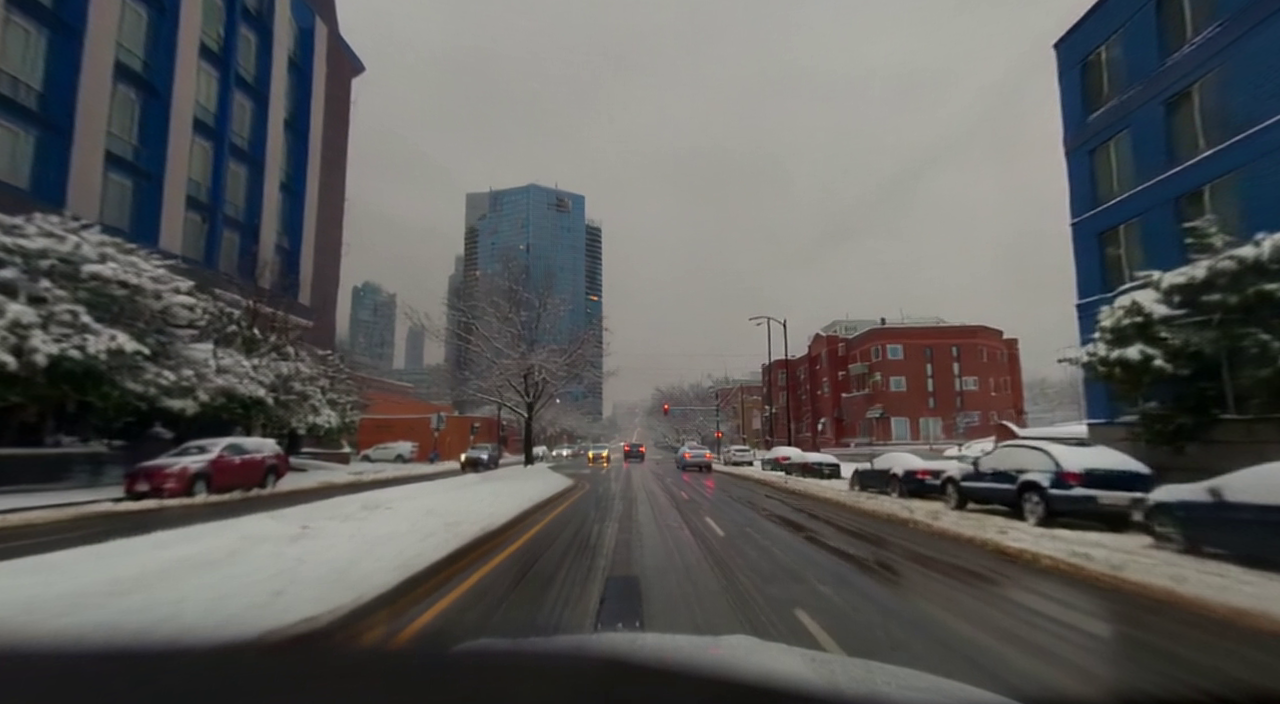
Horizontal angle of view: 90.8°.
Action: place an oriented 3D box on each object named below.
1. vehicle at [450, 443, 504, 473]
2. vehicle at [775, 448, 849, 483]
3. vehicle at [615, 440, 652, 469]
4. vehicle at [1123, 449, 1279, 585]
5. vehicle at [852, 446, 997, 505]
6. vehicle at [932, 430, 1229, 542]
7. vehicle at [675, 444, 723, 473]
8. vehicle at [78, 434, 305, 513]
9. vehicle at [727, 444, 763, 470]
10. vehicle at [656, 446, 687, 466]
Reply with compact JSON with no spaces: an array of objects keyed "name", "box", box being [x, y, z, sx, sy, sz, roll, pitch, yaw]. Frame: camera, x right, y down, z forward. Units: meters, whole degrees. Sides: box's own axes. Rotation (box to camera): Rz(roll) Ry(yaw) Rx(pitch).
[{"name":"vehicle","box":[-10.075,6.579,39.472,2.212,1.784,4.626,0,-8,-1]},{"name":"vehicle","box":[8.036,5.334,30.071,2.054,1.455,4.786,0,-8,-2]},{"name":"vehicle","box":[-0.413,6.858,42.524,2.329,1.842,4.537,0,-8,0]},{"name":"vehicle","box":[8.149,1.804,6.766,2.075,1.467,4.800,0,-8,-1]},{"name":"vehicle","box":[8.167,3.549,18.719,2.072,1.479,4.603,0,-8,-1]},{"name":"vehicle","box":[8.155,2.519,12.530,2.310,1.753,4.814,0,-9,-1]},{"name":"vehicle","box":[3.256,6.035,36.115,2.238,1.499,4.964,0,-8,0]},{"name":"vehicle","box":[-14.454,3.953,21.143,2.822,2.230,6.145,0,-9,3]},{"name":"vehicle","box":[7.914,7.926,47.904,1.959,1.719,4.538,1,-8,0]},{"name":"vehicle","box":[2.368,7.916,48.227,2.019,1.462,4.155,0,-8,-1]}]
